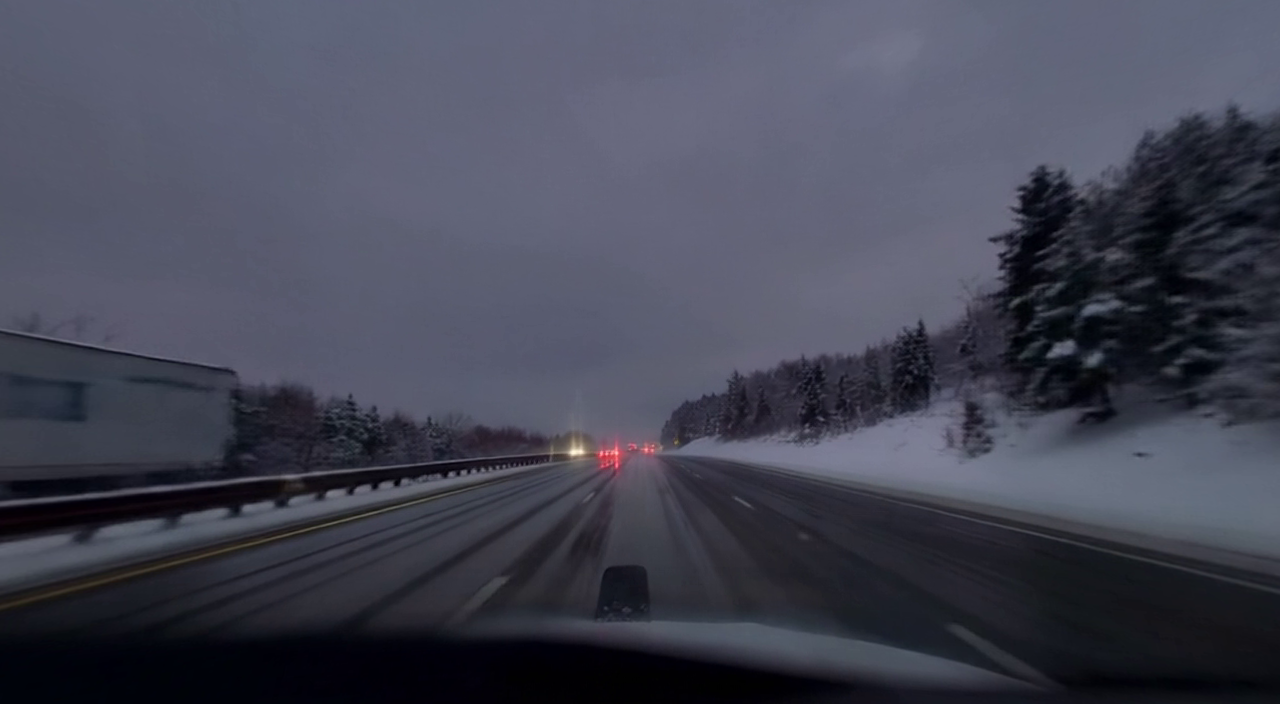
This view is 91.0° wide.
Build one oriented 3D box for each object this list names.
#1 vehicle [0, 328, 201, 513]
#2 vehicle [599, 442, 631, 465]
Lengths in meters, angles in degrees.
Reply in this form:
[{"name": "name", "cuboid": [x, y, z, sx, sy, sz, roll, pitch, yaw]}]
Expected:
[{"name": "vehicle", "cuboid": [-15.544, 1.335, 12.546, 3.288, 3.977, 14.007, 0, -8, 1]}, {"name": "vehicle", "cuboid": [-1.711, 7.106, 44.146, 2.050, 1.530, 4.144, 0, -8, 0]}]
